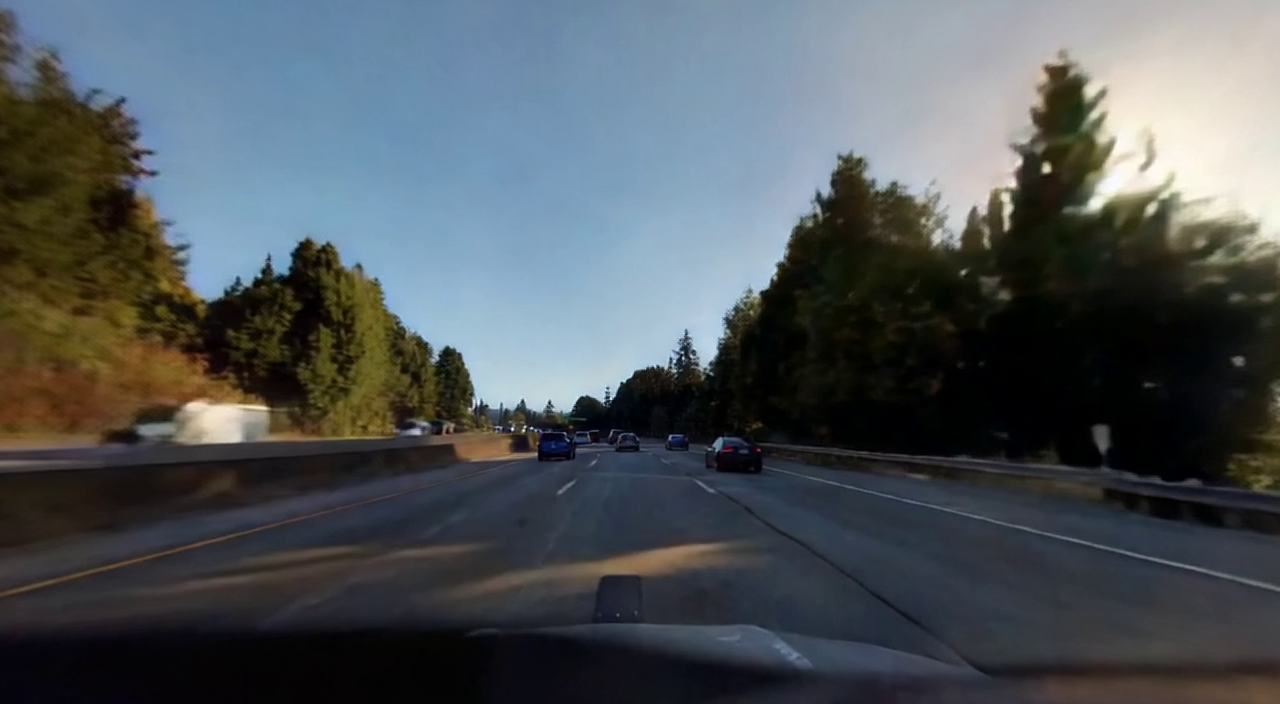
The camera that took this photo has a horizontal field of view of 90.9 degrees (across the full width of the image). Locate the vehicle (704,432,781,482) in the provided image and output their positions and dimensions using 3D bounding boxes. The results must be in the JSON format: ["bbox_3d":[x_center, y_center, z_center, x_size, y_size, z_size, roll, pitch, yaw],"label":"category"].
[{"bbox_3d":[3.430,3.562,21.756,1.883,1.536,3.792,0,-8,-2],"label":"vehicle"}]

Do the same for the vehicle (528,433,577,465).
[{"bbox_3d":[-4.369,4.876,31.942,1.941,1.529,4.111,0,-8,-1],"label":"vehicle"}]
